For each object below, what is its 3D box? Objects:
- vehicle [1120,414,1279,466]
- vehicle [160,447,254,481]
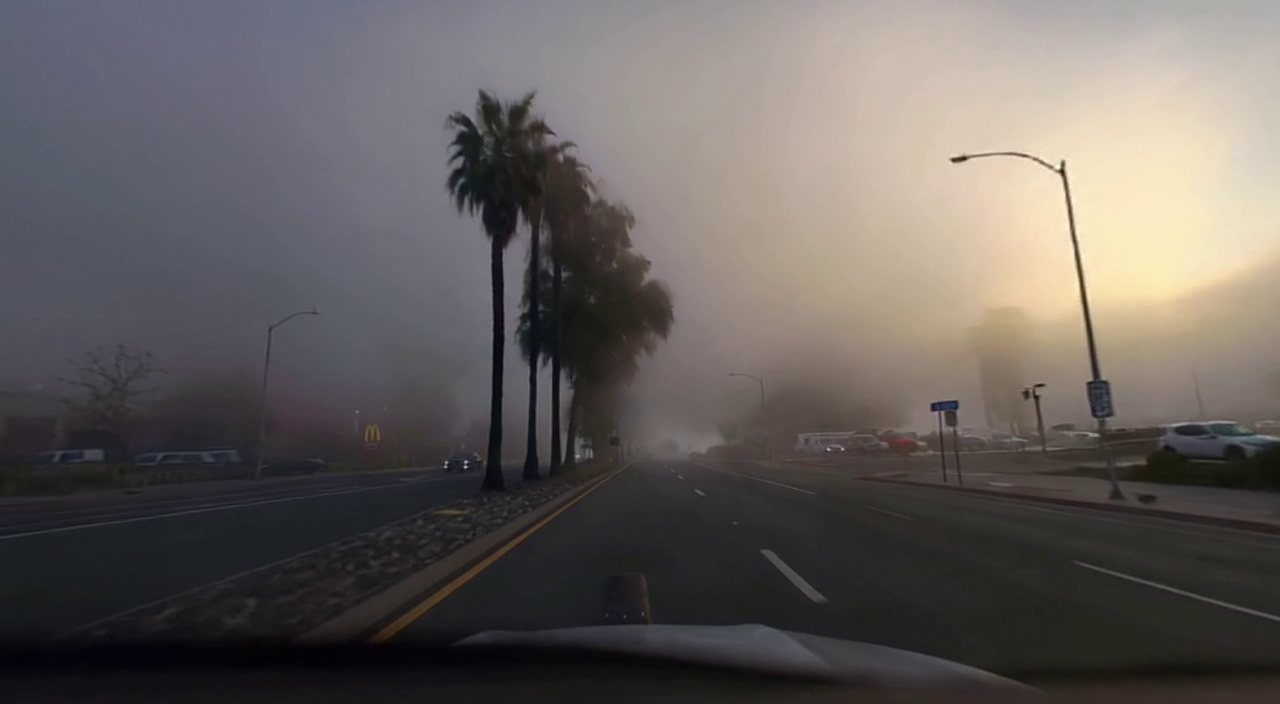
[{"bbox_3d":[18.436,2.800,20.025,4.691,1.545,1.900,-1,-8,4],"label":"vehicle"},{"bbox_3d":[-32.190,8.457,47.174,2.415,2.234,6.082,-2,-12,3],"label":"vehicle"}]
